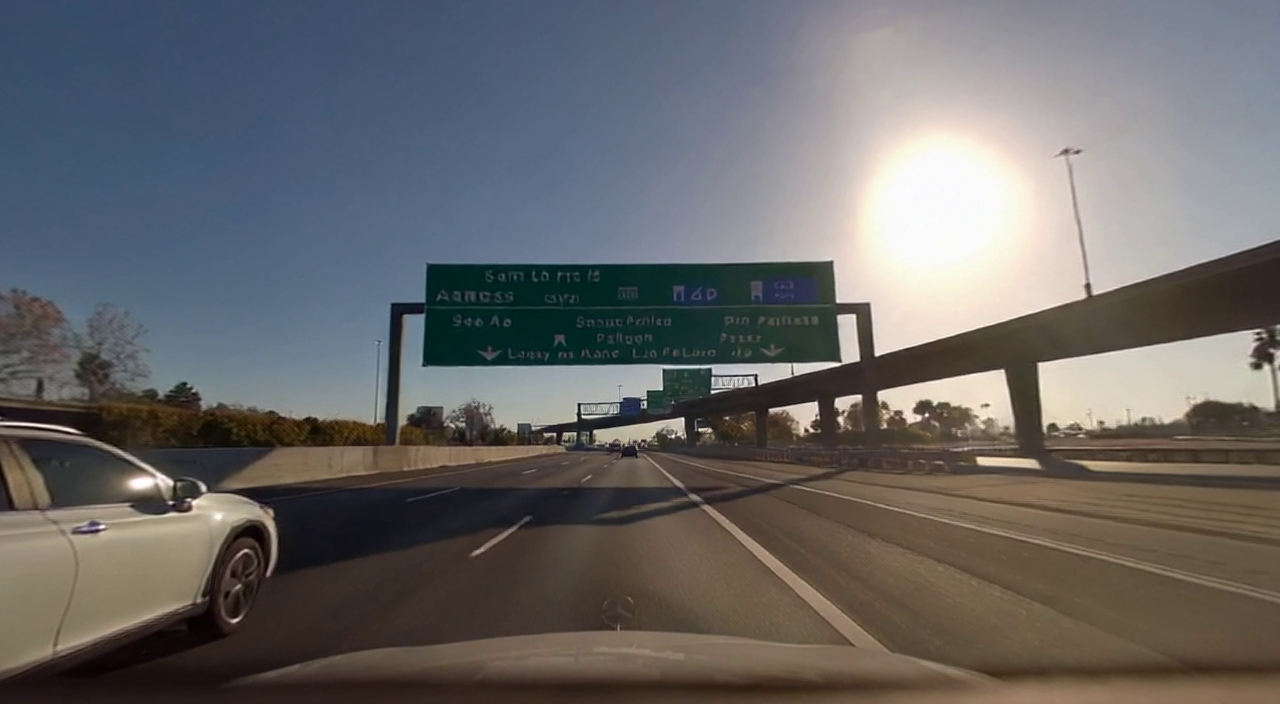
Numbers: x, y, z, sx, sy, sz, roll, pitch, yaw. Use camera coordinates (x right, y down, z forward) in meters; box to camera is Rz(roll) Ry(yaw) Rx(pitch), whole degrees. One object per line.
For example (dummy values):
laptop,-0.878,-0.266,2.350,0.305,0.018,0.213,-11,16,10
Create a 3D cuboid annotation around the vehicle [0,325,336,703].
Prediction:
vehicle,-3.337,0.805,2.463,2.178,1.699,4.321,0,-8,-1
